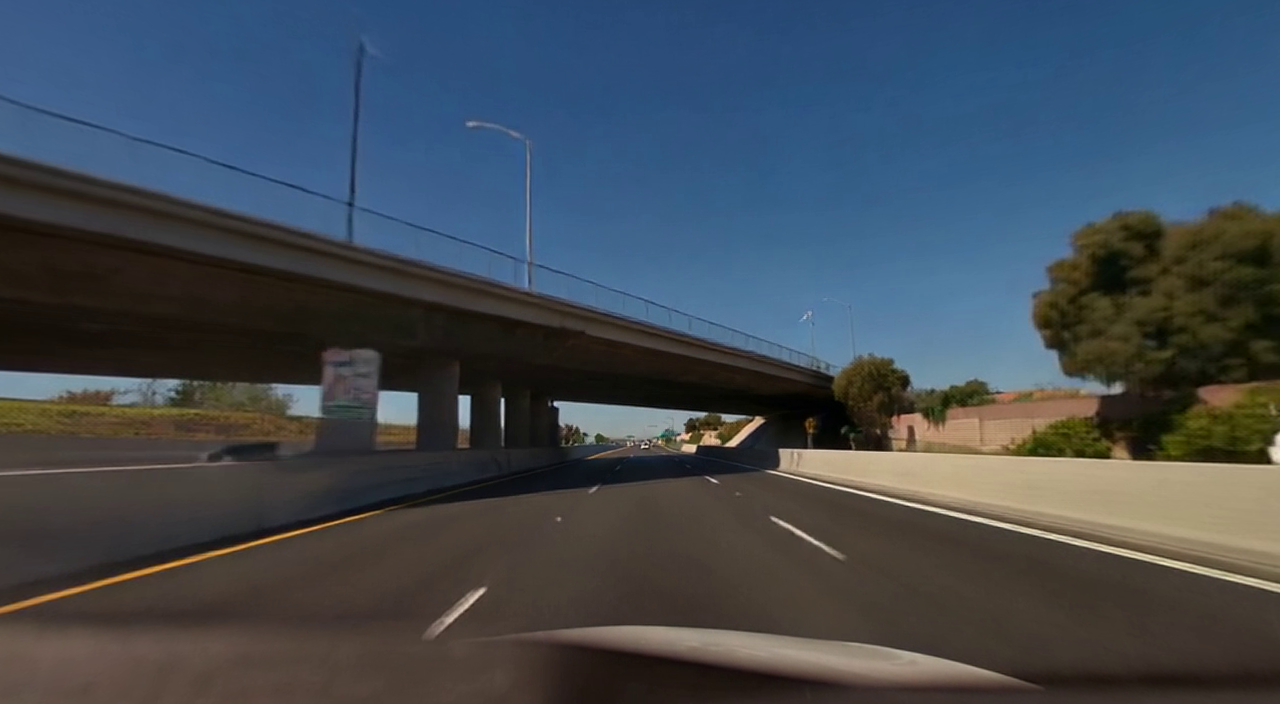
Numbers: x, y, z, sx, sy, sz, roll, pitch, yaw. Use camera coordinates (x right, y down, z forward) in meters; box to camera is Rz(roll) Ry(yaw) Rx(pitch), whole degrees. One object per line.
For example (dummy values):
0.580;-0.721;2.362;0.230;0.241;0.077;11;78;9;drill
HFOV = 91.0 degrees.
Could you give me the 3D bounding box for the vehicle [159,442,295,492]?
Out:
-15.476;4.300;23.959;2.024;1.680;4.573;0;-8;0;vehicle
